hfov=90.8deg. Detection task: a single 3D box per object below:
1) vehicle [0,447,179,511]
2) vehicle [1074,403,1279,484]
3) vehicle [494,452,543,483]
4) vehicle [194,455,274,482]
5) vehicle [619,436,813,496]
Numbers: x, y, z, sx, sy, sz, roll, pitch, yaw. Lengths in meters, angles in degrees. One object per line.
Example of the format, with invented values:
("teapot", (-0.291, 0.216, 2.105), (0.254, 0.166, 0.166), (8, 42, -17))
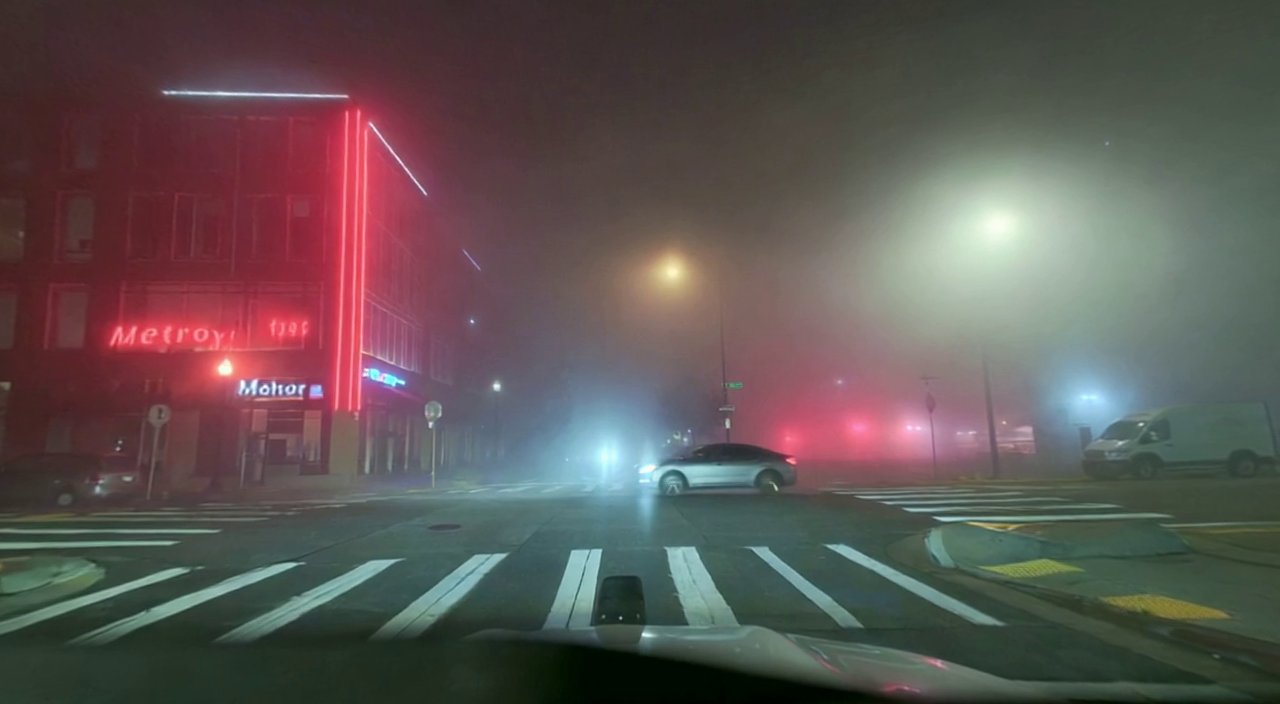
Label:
("vehicle", (-16.165, 3.527, 17.835), (4.558, 1.635, 2.008), (1, -9, -6))
("vehicle", (18.514, 3.121, 21.684), (5.384, 2.586, 2.358), (0, -9, -1))
("vehicle", (-6.233, 5.937, 32.724), (1.864, 1.447, 3.887), (0, -9, -2))
("vehicle", (-24.322, 6.984, 37.917), (3.618, 1.412, 1.587), (-1, -9, -7))
("vehicle", (1.963, 3.071, 17.234), (4.877, 1.482, 2.041), (1, -9, -7))
